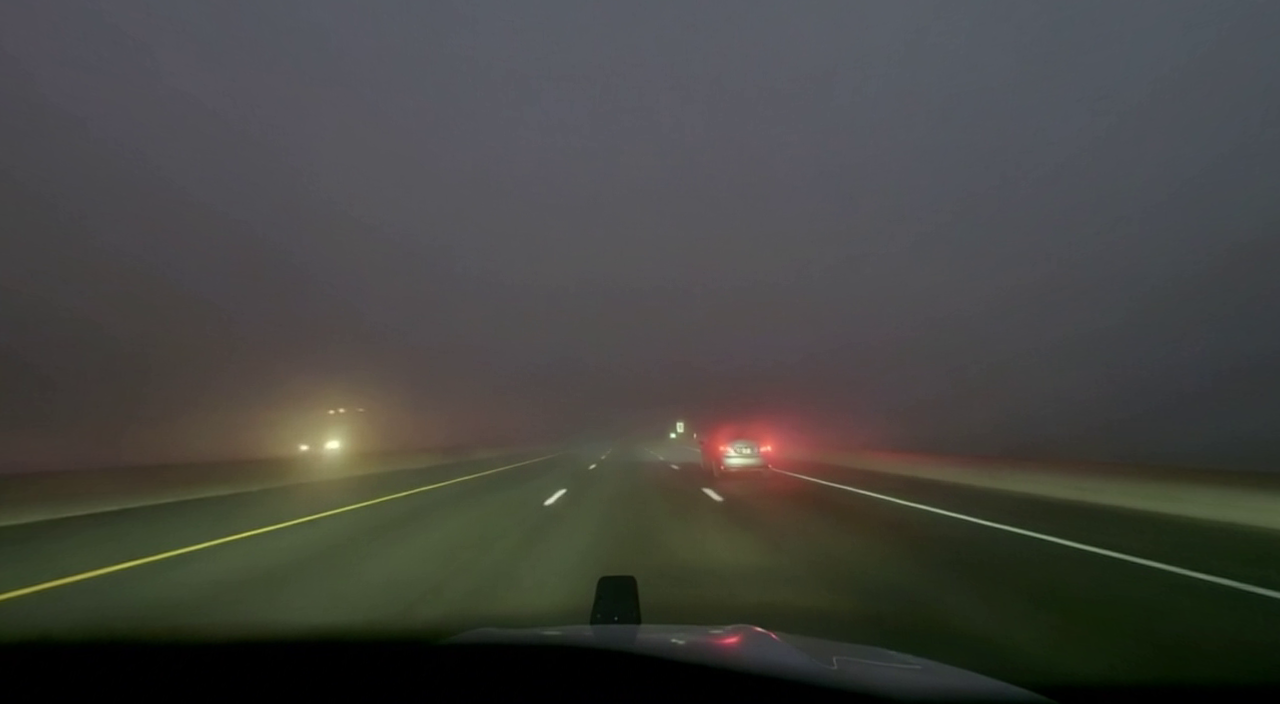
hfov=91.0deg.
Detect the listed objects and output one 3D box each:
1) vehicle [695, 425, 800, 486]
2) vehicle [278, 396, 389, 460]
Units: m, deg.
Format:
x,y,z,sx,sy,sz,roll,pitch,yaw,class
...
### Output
x,y,z,sx,sy,sz,roll,pitch,yaw,class
3.143,3.130,19.382,2.349,1.651,4.161,0,-8,-2,vehicle
-21.054,5.421,44.094,3.007,3.947,9.620,0,-8,-1,vehicle
